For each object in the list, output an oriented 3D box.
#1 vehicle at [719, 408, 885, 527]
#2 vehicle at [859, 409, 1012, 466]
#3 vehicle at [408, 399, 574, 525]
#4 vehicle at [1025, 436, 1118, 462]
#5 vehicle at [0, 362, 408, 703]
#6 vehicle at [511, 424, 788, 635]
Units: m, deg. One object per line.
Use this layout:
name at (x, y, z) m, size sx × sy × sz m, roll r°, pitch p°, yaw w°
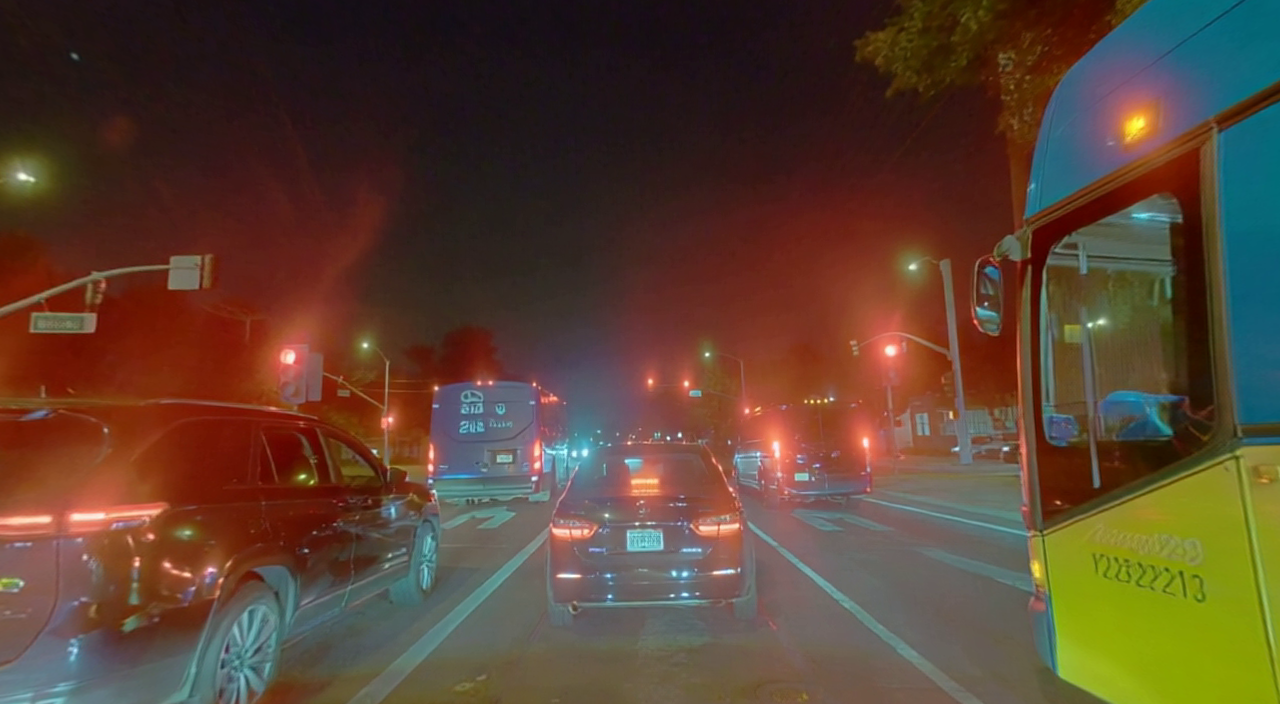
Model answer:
vehicle at (3.137, 2.402, 13.664) m, size 2.143 × 2.036 × 5.367 m, roll 0°, pitch -8°, yaw 0°
vehicle at (17.579, 5.139, 37.918) m, size 7.839 × 3.213 × 2.628 m, roll 0°, pitch -8°, yaw -3°
vehicle at (-2.941, 2.351, 13.951) m, size 2.335 × 2.221 × 5.165 m, roll 0°, pitch -8°, yaw 1°
vehicle at (25.886, 5.823, 37.990) m, size 4.229 × 1.489 × 1.794 m, roll 0°, pitch -8°, yaw -1°
vehicle at (-3.407, 1.180, 4.621) m, size 1.921 × 1.701 × 3.989 m, roll 0°, pitch -8°, yaw -1°
vehicle at (0.060, 1.546, 6.411) m, size 1.976 × 1.485 × 3.624 m, roll 0°, pitch -8°, yaw 0°
